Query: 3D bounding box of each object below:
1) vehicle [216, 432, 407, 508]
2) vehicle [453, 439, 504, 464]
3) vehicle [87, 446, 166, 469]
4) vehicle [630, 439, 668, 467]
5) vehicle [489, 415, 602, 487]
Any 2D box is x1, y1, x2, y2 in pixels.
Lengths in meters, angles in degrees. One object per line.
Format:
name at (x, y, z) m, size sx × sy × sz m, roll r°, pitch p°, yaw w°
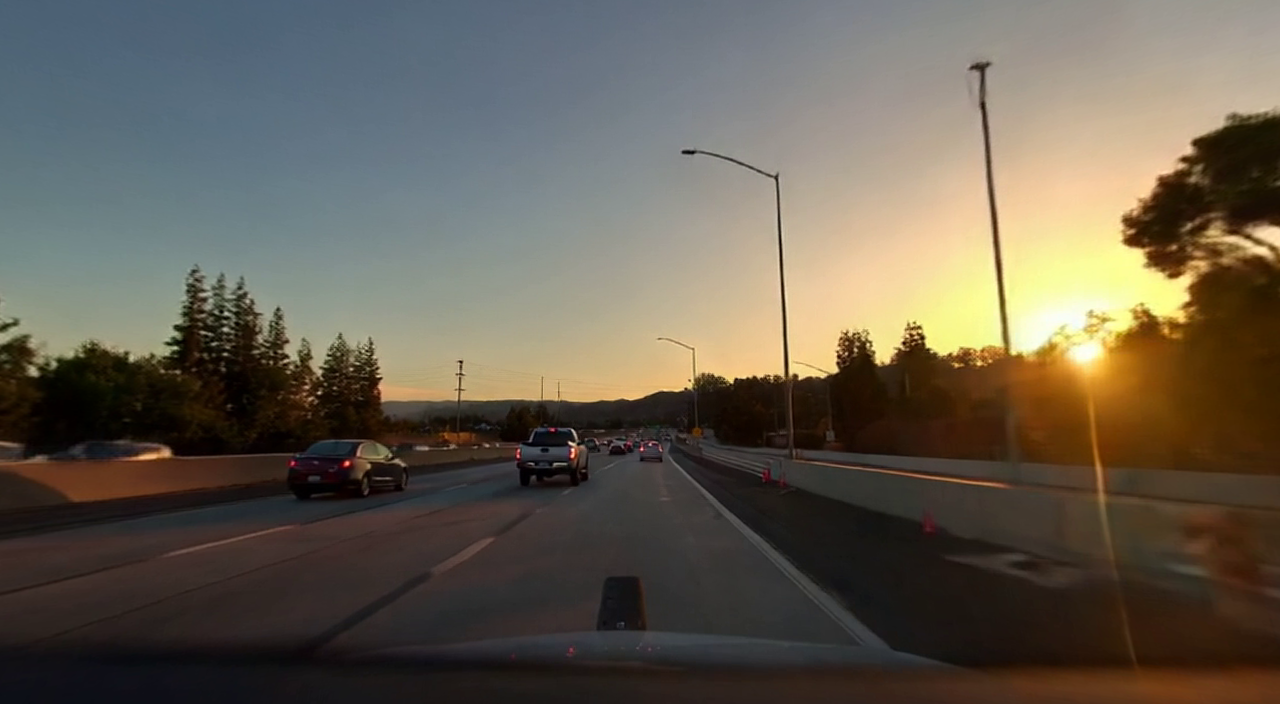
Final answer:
vehicle at (-7.287, 2.641, 14.583) m, size 1.964 × 1.481 × 4.425 m, roll 0°, pitch -8°, yaw 1°
vehicle at (-10.275, 6.349, 40.273) m, size 1.915 × 1.472 × 4.502 m, roll 0°, pitch -8°, yaw 2°
vehicle at (-35.726, 7.307, 43.815) m, size 1.845 × 1.466 × 4.385 m, roll 0°, pitch -8°, yaw -1°
vehicle at (0.506, 5.624, 35.275) m, size 2.013 × 1.444 × 4.447 m, roll 0°, pitch -8°, yaw 1°
vehicle at (-2.969, 3.389, 21.691) m, size 2.815 × 2.092 × 6.526 m, roll 0°, pitch -8°, yaw 1°
